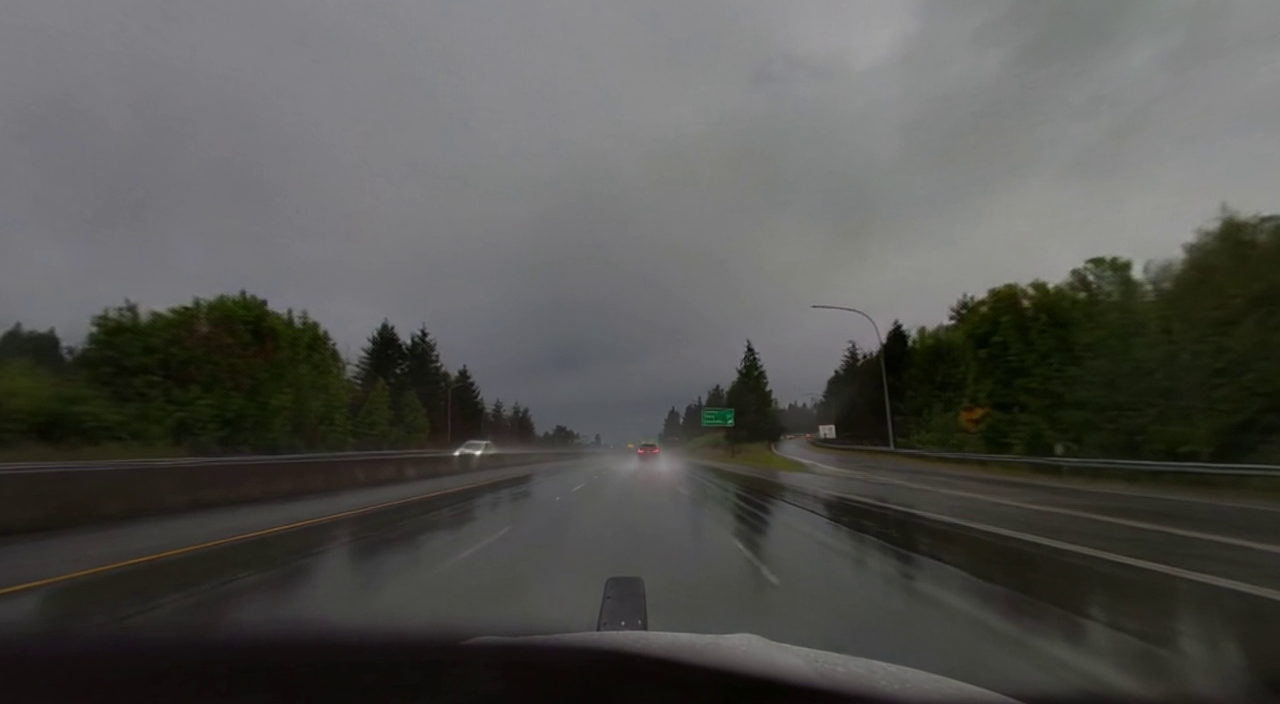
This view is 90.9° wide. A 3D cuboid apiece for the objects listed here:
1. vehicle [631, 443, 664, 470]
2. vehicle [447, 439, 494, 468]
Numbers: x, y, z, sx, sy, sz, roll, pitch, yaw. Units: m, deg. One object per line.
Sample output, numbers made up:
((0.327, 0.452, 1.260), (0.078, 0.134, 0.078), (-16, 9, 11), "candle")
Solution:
((0.483, 6.983, 42.066), (2.087, 1.682, 4.388), (0, -9, 1), "vehicle")
((-12.282, 7.405, 45.892), (2.102, 1.955, 4.656), (0, -9, 0), "vehicle")
